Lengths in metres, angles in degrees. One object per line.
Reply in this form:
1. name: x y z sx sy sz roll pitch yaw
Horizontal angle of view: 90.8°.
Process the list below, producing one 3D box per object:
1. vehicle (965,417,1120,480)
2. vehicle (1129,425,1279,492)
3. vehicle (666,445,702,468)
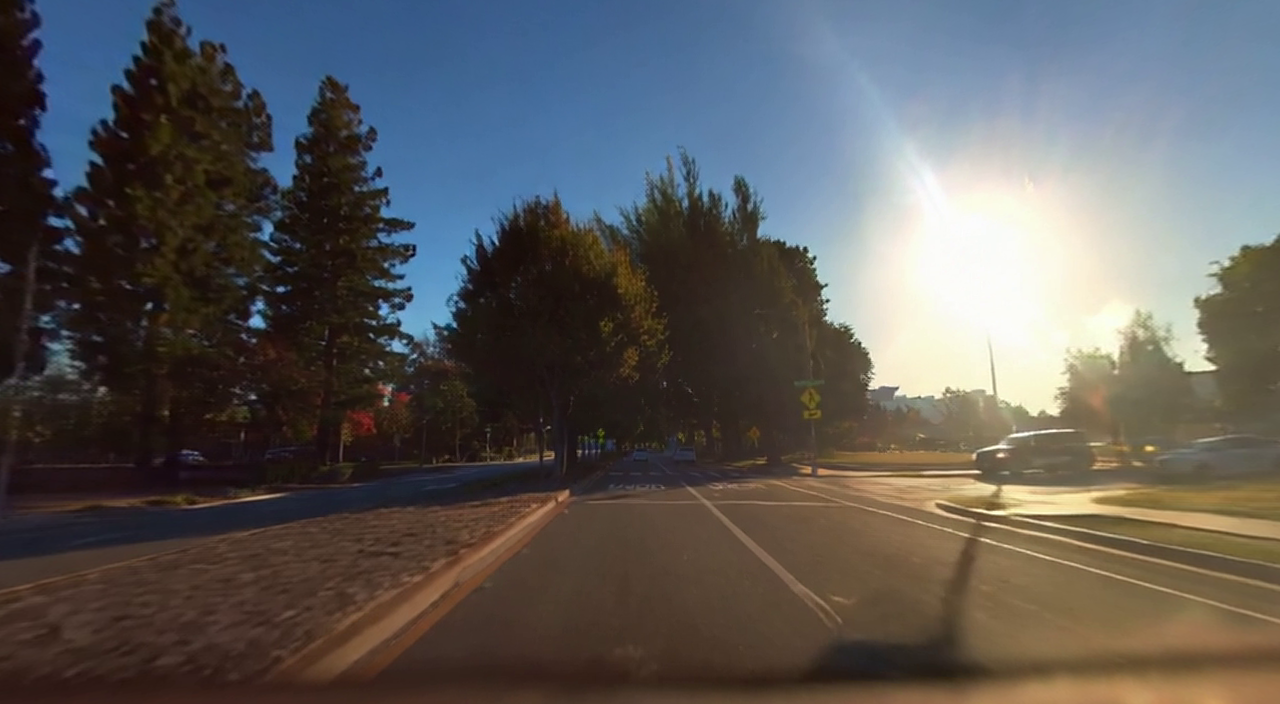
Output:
1. vehicle: 18.205 4.347 28.792 5.378 2.566 2.402 -1 -7 -2
2. vehicle: 18.940 3.340 20.115 4.636 1.860 2.347 -2 -8 1
3. vehicle: 3.030 7.257 44.173 2.142 1.501 4.273 0 -9 -1
